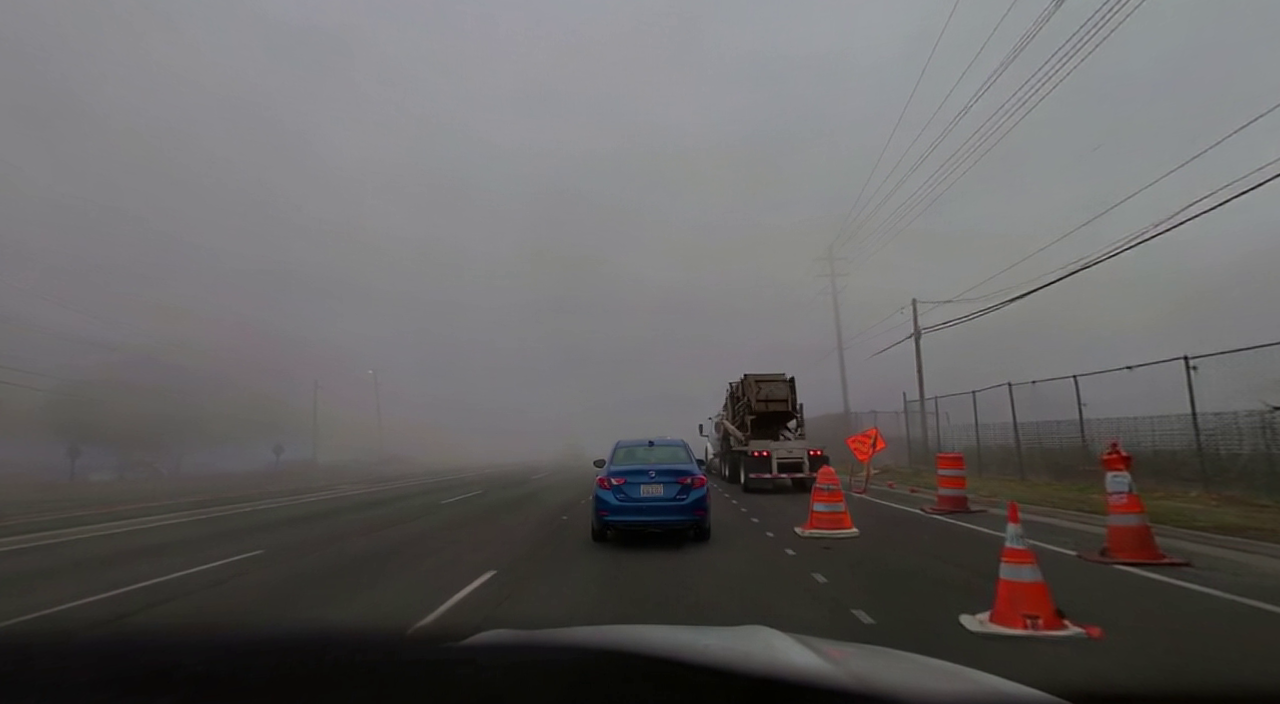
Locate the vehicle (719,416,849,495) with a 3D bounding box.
[{"bbox_3d":[4.104,3.141,19.437,2.555,2.017,6.201,0,-8,0],"label":"vehicle"}]

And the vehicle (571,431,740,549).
[{"bbox_3d":[0.201,2.059,10.142,2.128,1.473,4.272,0,-8,0],"label":"vehicle"}]
